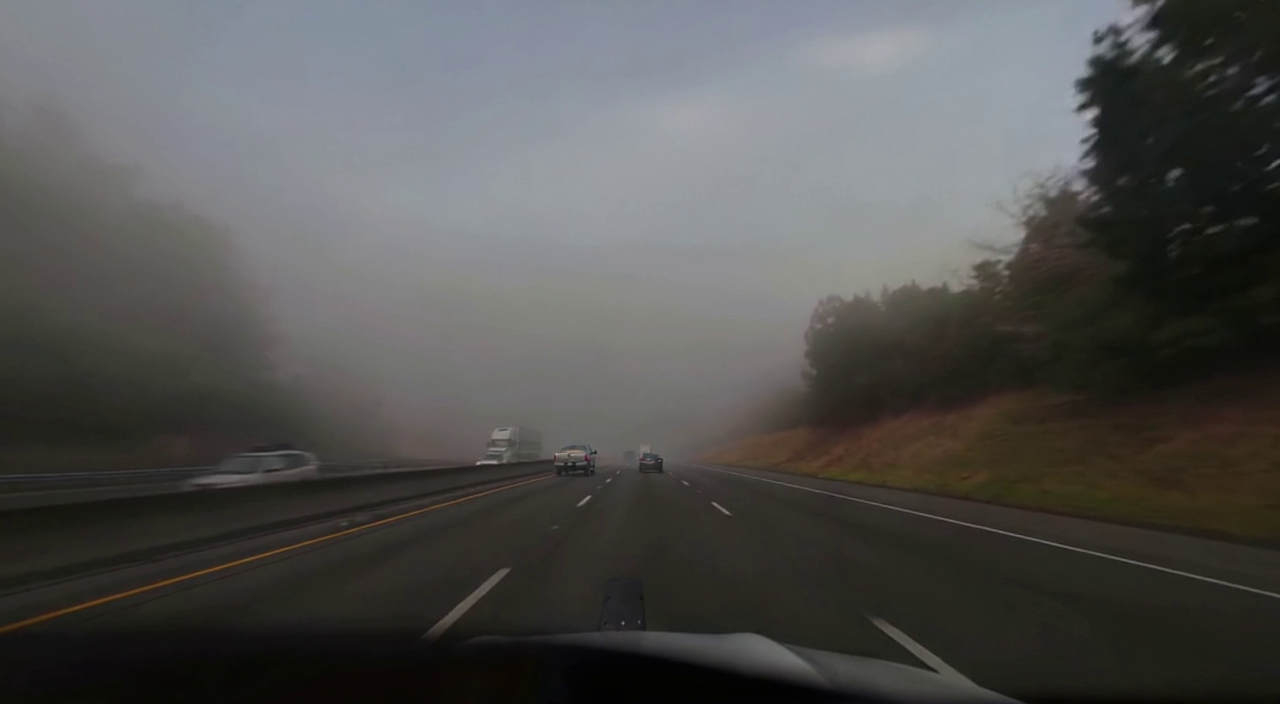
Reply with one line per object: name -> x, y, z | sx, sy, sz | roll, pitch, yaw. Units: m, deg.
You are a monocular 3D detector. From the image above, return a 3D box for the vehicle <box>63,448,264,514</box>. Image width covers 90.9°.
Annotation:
vehicle -> -13.157, 3.546, 17.880 | 2.034, 1.599, 4.549 | 0, -9, 2

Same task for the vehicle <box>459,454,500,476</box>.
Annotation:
vehicle -> -11.385, 8.029, 44.854 | 1.817, 1.439, 4.056 | 0, -9, 1

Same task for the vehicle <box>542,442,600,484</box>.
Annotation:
vehicle -> -3.061, 5.073, 29.017 | 2.143, 1.770, 4.283 | 0, -9, 1

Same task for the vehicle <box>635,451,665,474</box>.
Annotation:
vehicle -> 0.656, 7.828, 44.979 | 2.036, 1.519, 4.225 | 0, -9, 0
